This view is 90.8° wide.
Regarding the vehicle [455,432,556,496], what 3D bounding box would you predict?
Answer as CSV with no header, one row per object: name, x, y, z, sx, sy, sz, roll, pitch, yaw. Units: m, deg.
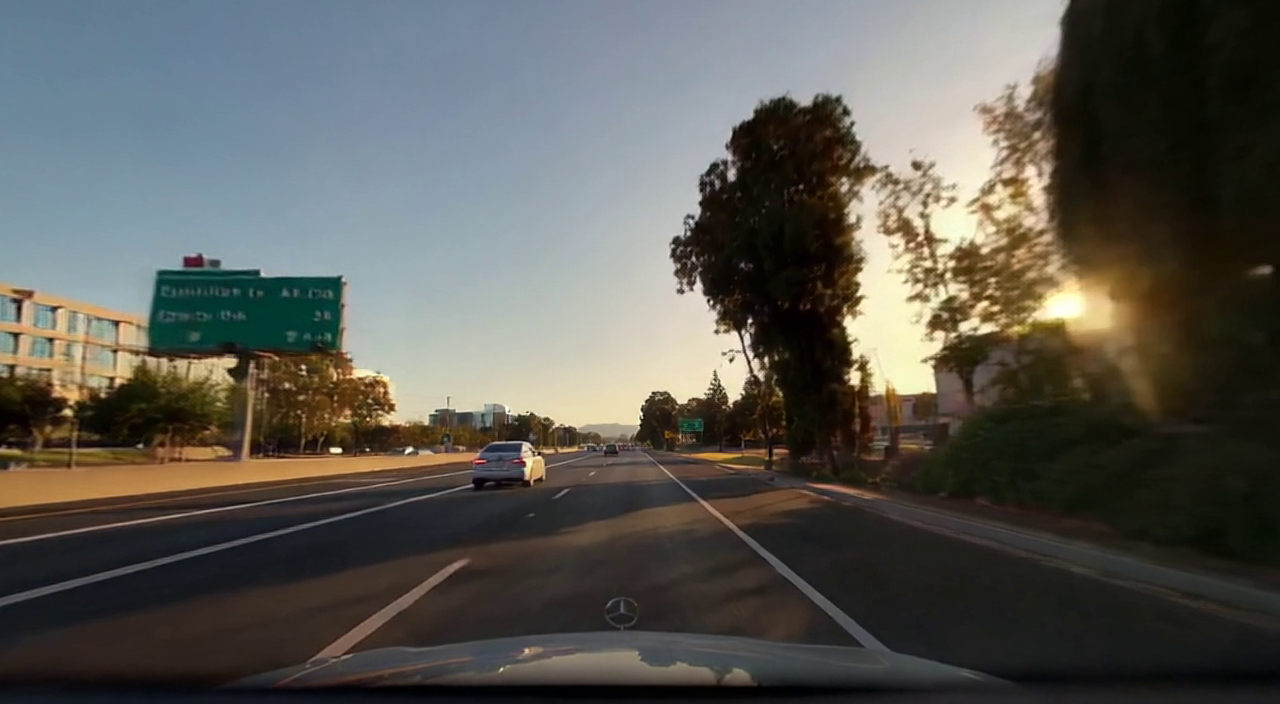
vehicle,-4.073,3.461,20.047,2.150,1.761,4.697,0,-8,0
